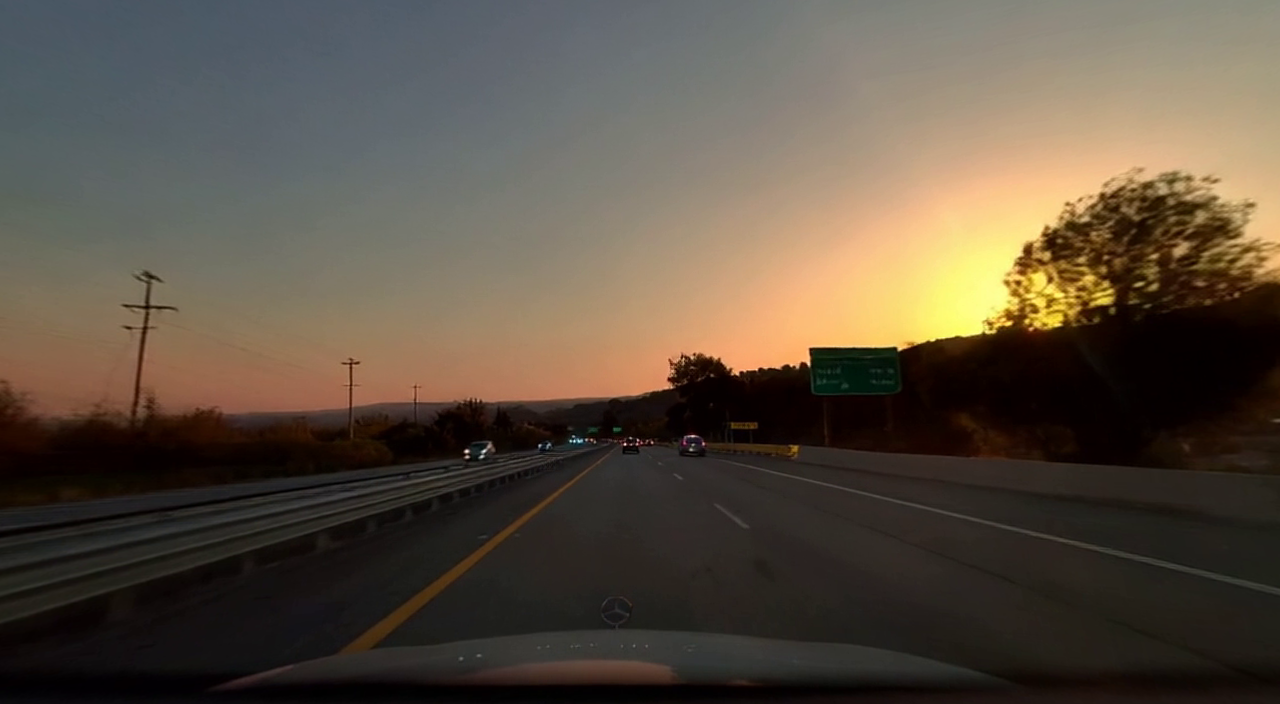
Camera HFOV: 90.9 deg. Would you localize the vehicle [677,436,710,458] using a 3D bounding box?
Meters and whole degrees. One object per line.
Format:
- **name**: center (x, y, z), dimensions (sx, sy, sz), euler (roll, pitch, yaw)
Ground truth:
- **vehicle**: center (3.786, 6.809, 45.354), dimensions (1.995, 1.490, 3.857), euler (0, -8, -1)
